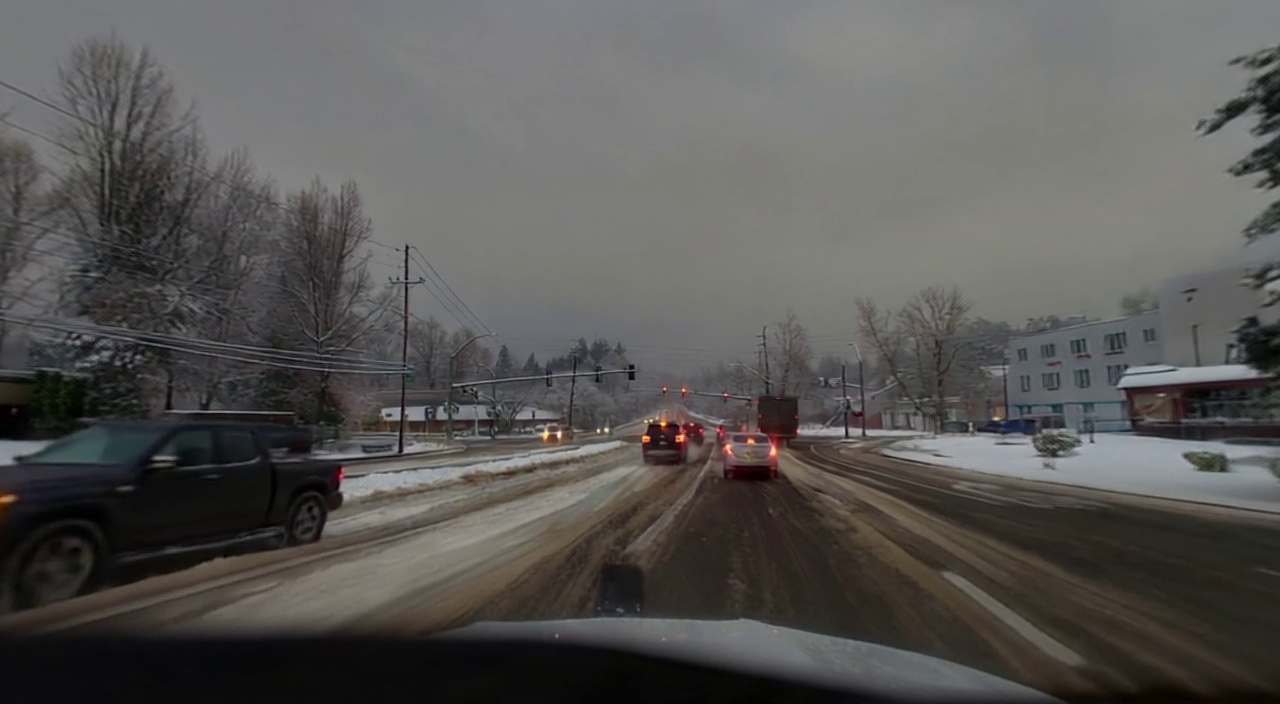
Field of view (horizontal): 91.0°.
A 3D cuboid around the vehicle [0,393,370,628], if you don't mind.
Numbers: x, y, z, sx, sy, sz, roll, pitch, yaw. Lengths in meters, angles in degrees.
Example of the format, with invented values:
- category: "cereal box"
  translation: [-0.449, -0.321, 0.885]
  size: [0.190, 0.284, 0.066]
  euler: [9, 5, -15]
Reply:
- category: "vehicle"
  translation: [-4.841, 1.347, 6.232]
  size: [2.010, 1.515, 4.152]
  euler: [-1, -9, 9]

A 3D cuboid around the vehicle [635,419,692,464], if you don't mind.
- category: "vehicle"
  translation: [1.175, 4.207, 29.458]
  size: [2.188, 1.892, 4.488]
  euler: [-1, -9, 8]

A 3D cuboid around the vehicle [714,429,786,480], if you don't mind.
- category: "vehicle"
  translation: [3.666, 3.434, 21.281]
  size: [2.109, 1.500, 4.585]
  euler: [-1, -9, 9]

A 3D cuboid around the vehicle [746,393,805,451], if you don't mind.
- category: "vehicle"
  translation: [9.798, 5.342, 46.521]
  size: [2.965, 3.900, 9.064]
  euler: [-1, -9, 4]

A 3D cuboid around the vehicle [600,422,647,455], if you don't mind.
- category: "vehicle"
  translation: [-0.874, 5.174, 37.499]
  size: [2.078, 1.787, 5.006]
  euler: [-1, -9, 7]
